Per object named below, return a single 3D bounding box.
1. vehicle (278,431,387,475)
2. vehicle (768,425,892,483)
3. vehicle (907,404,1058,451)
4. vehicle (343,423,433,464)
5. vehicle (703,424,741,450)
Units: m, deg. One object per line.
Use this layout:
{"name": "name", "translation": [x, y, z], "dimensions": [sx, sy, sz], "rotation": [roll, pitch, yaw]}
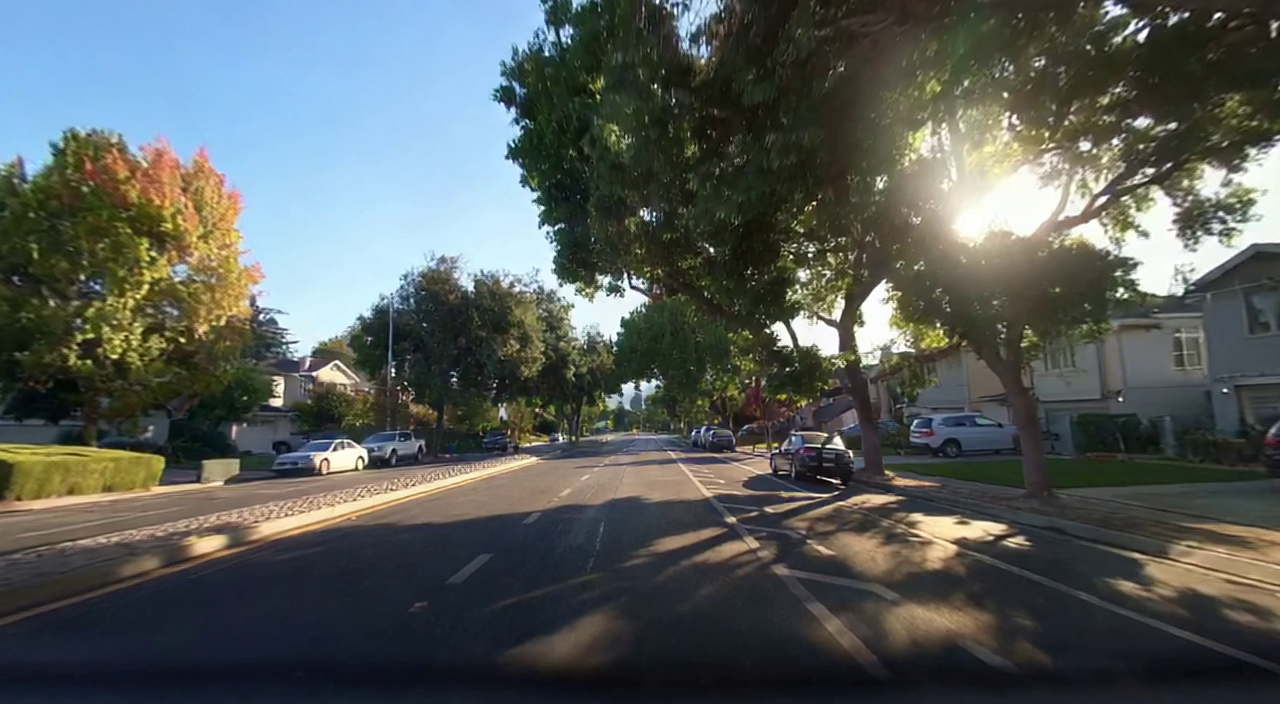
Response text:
{"name": "vehicle", "translation": [-11.894, 3.882, 24.768], "dimensions": [1.940, 1.496, 4.654], "rotation": [-1, -7, 0]}
{"name": "vehicle", "translation": [5.192, 2.855, 17.875], "dimensions": [2.059, 1.449, 4.168], "rotation": [0, -8, -2]}
{"name": "vehicle", "translation": [13.898, 3.106, 25.795], "dimensions": [4.940, 1.764, 1.977], "rotation": [-1, -8, 1]}
{"name": "vehicle", "translation": [-11.853, 4.393, 30.087], "dimensions": [2.228, 1.766, 4.770], "rotation": [1, -9, 1]}
{"name": "vehicle", "translation": [5.338, 5.628, 41.819], "dimensions": [1.885, 1.603, 5.235], "rotation": [0, -7, 1]}
